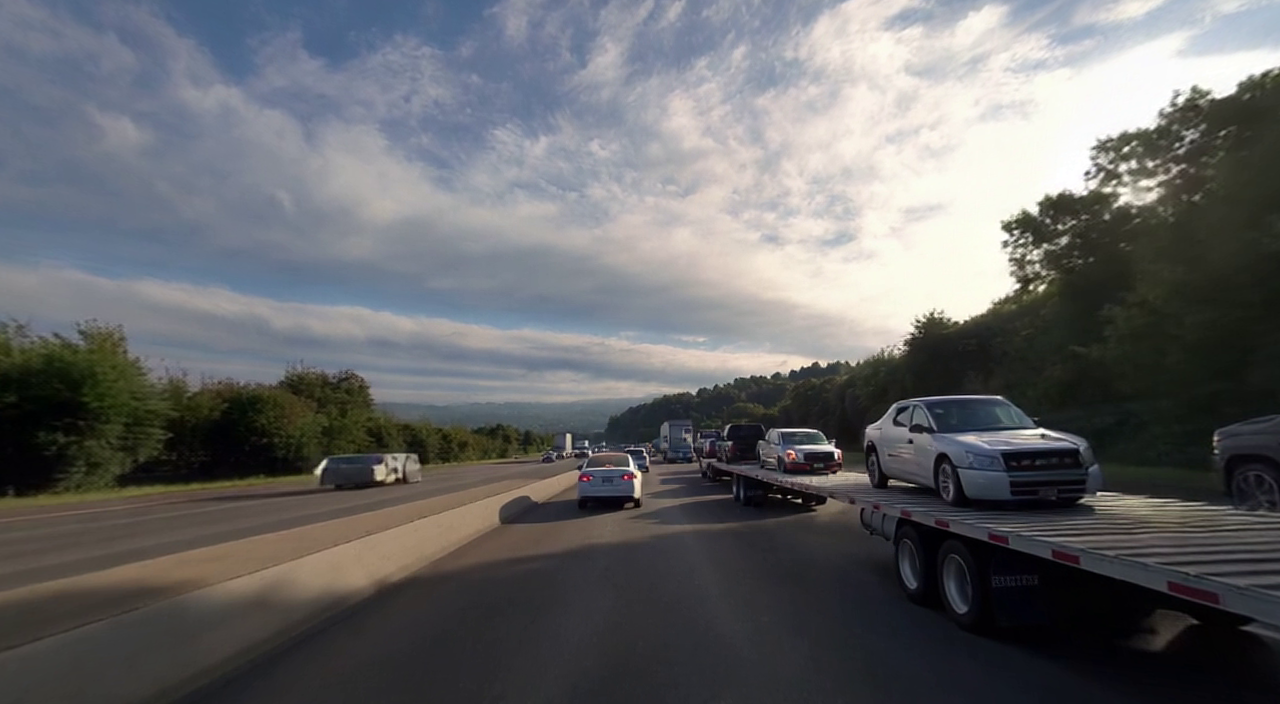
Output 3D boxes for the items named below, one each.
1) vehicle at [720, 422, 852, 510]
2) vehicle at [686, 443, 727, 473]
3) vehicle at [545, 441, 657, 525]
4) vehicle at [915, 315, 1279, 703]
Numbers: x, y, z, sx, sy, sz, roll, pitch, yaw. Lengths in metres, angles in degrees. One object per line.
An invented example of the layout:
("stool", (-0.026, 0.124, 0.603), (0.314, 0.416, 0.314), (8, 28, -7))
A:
("vehicle", (3.406, 2.773, 15.615), (2.303, 1.889, 3.920), (0, -9, 0))
("vehicle", (3.916, 6.312, 37.734), (1.938, 1.660, 4.223), (0, -9, 0))
("vehicle", (-0.686, 2.614, 13.082), (1.991, 1.466, 3.675), (0, -9, 0))
("vehicle", (3.476, 0.899, 3.377), (1.959, 1.783, 4.407), (0, -9, 0))
